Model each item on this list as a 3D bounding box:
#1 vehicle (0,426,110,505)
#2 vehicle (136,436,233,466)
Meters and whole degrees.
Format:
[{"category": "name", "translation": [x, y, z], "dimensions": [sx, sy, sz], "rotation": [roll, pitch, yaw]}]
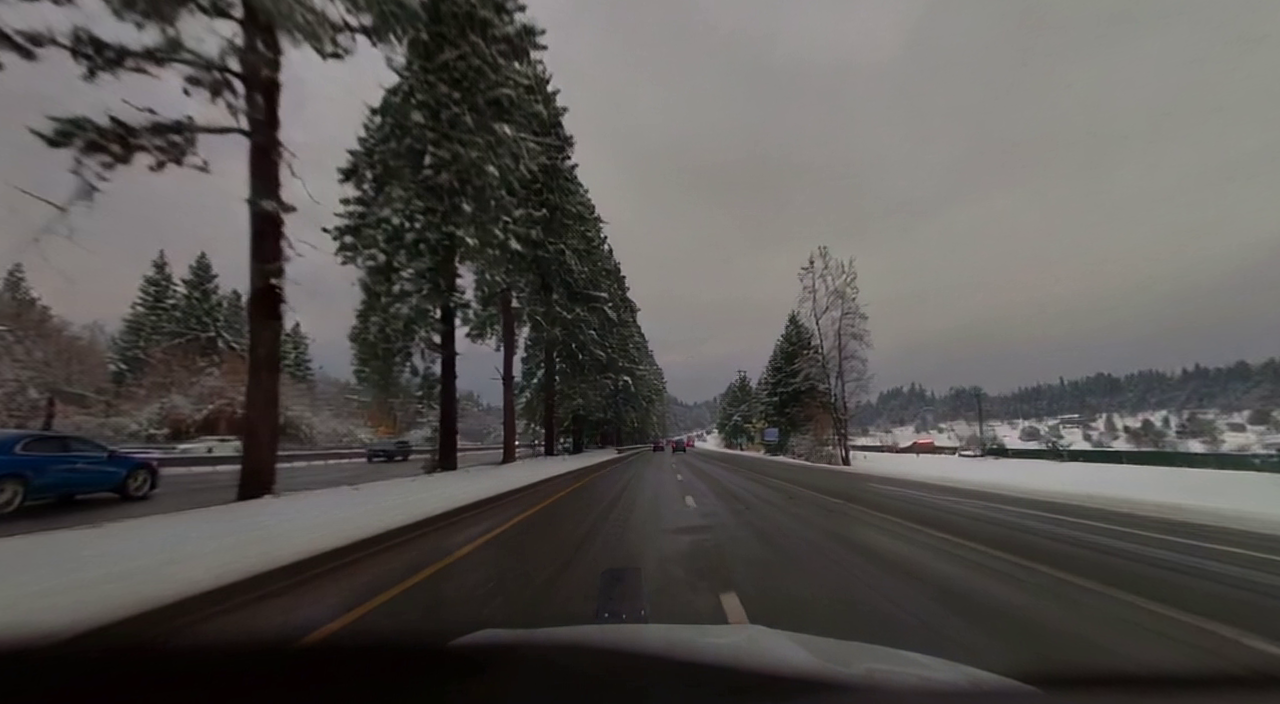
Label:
[{"category": "vehicle", "translation": [-13.855, 2.345, 13.043], "dimensions": [1.902, 1.567, 4.247], "rotation": [-1, -8, 4]}, {"category": "vehicle", "translation": [-27.666, 6.029, 38.570], "dimensions": [2.012, 1.687, 4.997], "rotation": [-1, -8, 3]}]
